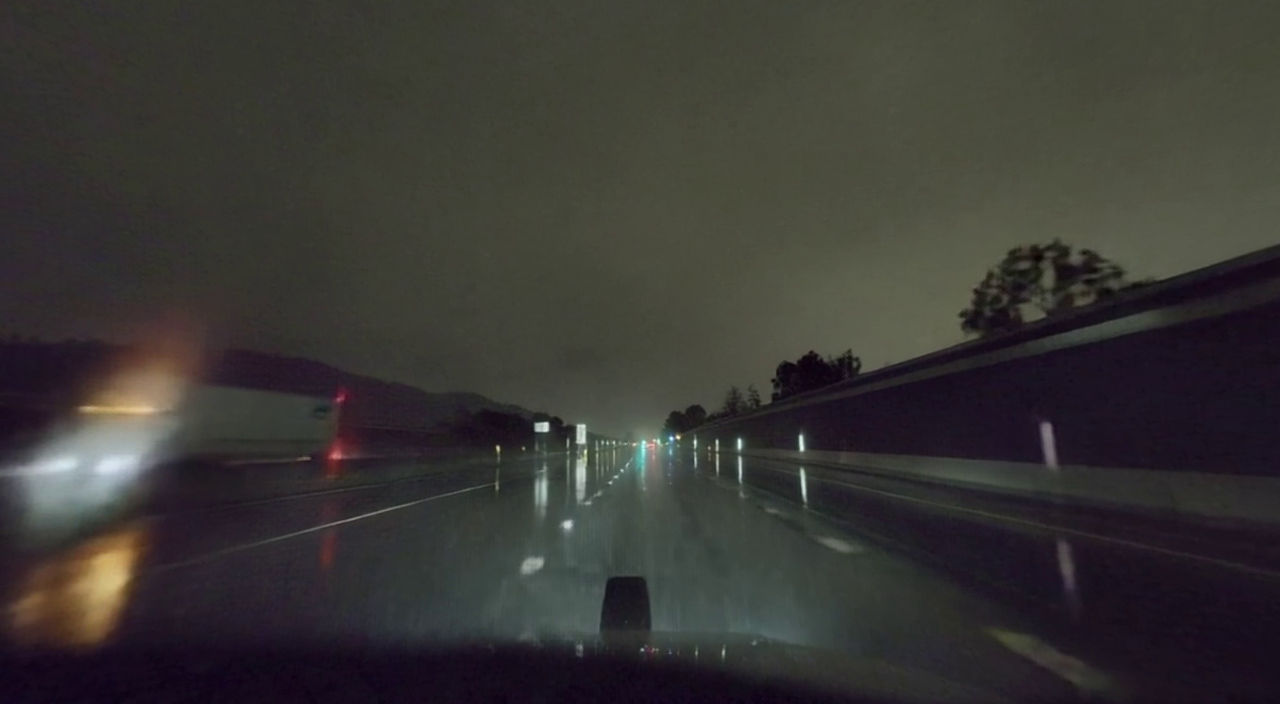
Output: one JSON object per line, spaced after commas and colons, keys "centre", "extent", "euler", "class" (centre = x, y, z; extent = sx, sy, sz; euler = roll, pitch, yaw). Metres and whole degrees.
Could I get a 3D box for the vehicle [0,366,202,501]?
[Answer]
{"centre": [-19.112, 2.846, 21.878], "extent": [3.006, 3.996, 6.212], "euler": [0, -8, 1], "class": "vehicle"}
